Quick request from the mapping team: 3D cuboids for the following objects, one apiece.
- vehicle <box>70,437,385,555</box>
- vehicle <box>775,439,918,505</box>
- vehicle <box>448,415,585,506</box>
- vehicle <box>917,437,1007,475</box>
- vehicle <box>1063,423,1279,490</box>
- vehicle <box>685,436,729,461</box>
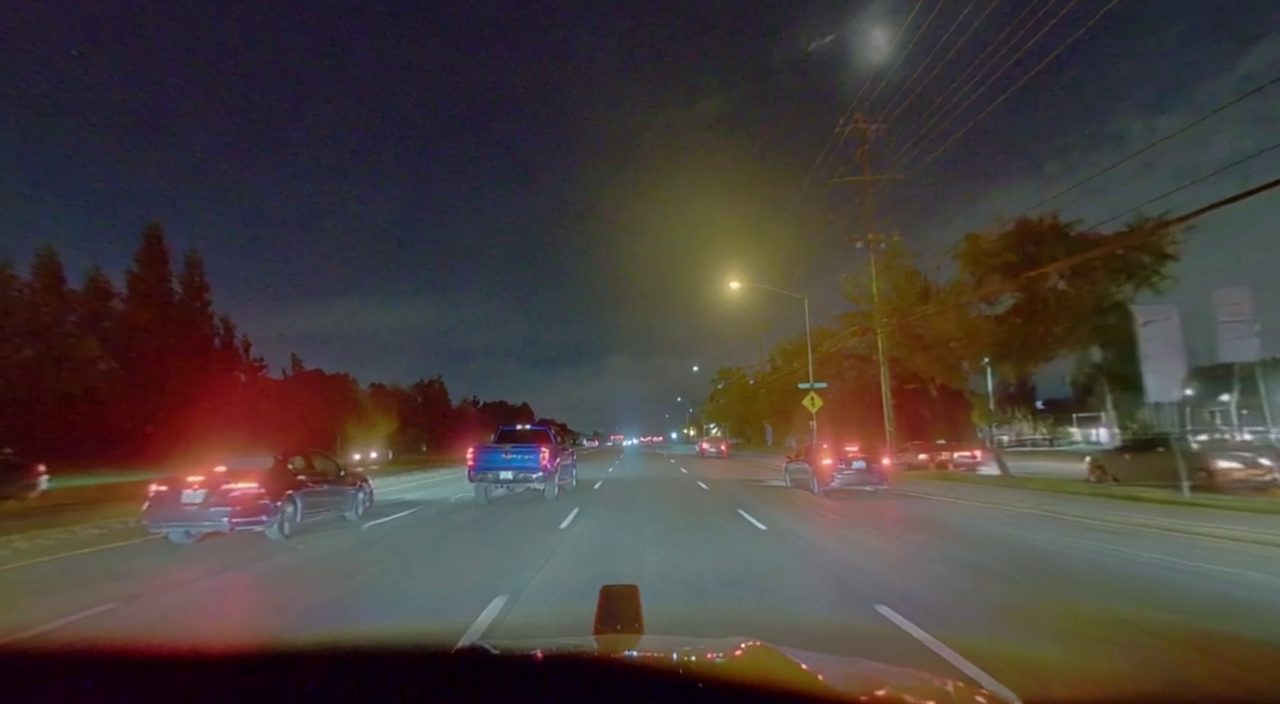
[{"bbox_3d":[-6.291,2.215,10.557,2.035,1.497,4.723,0,-8,1],"label":"vehicle"},{"bbox_3d":[5.052,2.981,16.237,1.840,1.428,4.602,0,-8,-4],"label":"vehicle"},{"bbox_3d":[-3.012,2.864,17.161,2.467,1.991,6.089,0,-8,1],"label":"vehicle"},{"bbox_3d":[16.514,5.365,32.775,2.044,1.812,4.935,0,-8,0],"label":"vehicle"},{"bbox_3d":[18.004,3.483,21.468,2.267,1.925,5.964,2,-9,-13],"label":"vehicle"},{"bbox_3d":[4.057,5.954,39.170,2.071,1.435,4.226,0,-8,-3],"label":"vehicle"}]
